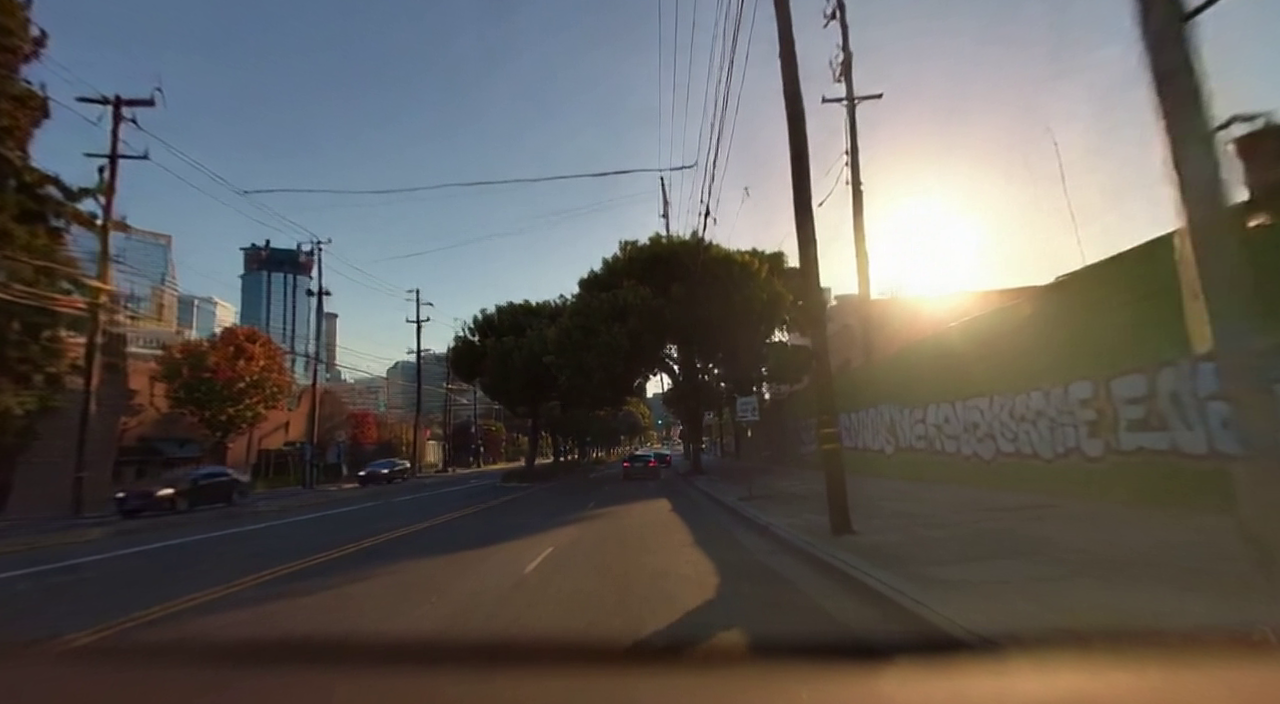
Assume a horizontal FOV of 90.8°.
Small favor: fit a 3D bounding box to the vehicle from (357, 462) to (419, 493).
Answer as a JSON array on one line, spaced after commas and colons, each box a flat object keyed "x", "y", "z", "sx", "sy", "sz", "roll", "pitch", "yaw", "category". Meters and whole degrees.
[{"x": -15.678, "y": 7.773, "z": 39.519, "sx": 1.952, "sy": 1.698, "sz": 4.493, "roll": -3, "pitch": -10, "yaw": 1, "category": "vehicle"}]

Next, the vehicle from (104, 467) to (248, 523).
[{"x": -15.759, "y": 4.843, "z": 21.774, "sx": 1.841, "sy": 1.658, "sz": 3.953, "roll": 0, "pitch": -10, "yaw": 1, "category": "vehicle"}]

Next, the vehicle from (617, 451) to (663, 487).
[{"x": 0.019, "y": 5.740, "z": 31.175, "sx": 2.105, "sy": 1.611, "sz": 3.750, "roll": 0, "pitch": -10, "yaw": 1, "category": "vehicle"}]
